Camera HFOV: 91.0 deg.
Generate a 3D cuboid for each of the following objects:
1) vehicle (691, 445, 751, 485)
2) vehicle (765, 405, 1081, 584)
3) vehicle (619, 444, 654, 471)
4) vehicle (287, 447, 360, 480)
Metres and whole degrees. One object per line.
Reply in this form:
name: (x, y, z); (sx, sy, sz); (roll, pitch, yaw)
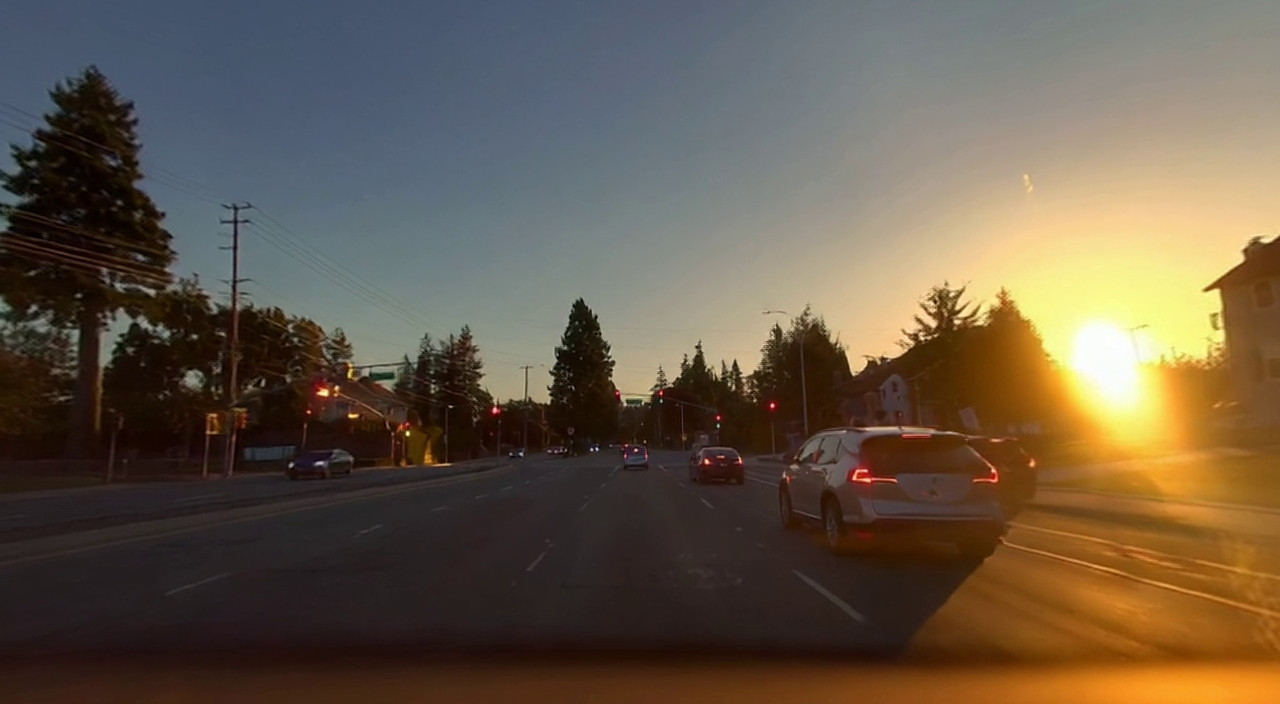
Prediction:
vehicle: (3.196, 4.540, 25.617); (1.889, 1.451, 4.180); (0, -9, 0)
vehicle: (3.269, 1.763, 8.620); (2.129, 1.761, 4.610); (0, -9, -1)
vehicle: (-0.258, 6.850, 41.066); (2.146, 1.685, 4.003); (0, -9, -1)
vehicle: (-18.823, 6.630, 37.691); (2.071, 1.746, 4.444); (-2, -9, -1)
